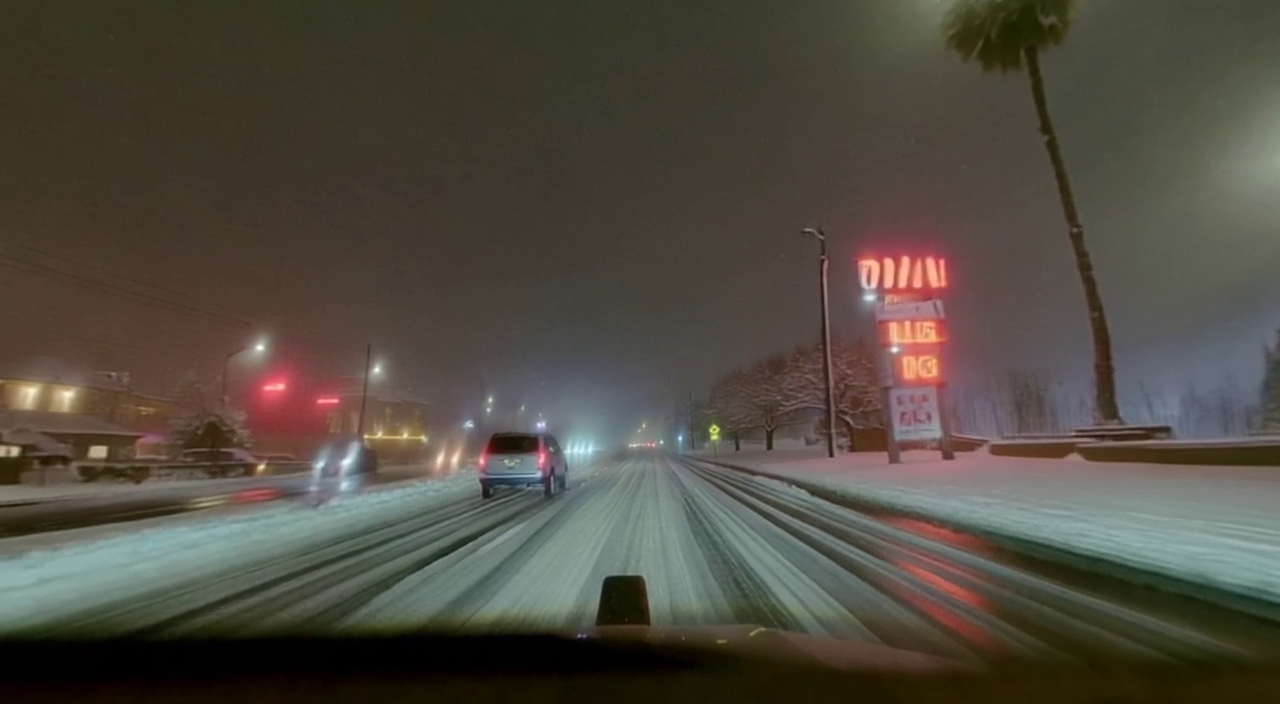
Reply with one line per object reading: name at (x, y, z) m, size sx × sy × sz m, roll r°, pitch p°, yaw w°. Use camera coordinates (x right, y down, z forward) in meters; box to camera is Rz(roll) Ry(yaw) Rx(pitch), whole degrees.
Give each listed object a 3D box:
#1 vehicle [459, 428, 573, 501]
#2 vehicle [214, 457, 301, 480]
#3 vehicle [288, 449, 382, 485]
vehicle at (-3.138, 2.963, 17.037) m, size 2.062 × 1.693 × 4.669 m, roll 0°, pitch -8°, yaw 1°
vehicle at (-27.041, 8.218, 44.656) m, size 4.782 × 1.473 × 2.204 m, roll 8°, pitch -12°, yaw -43°
vehicle at (-13.915, 5.252, 29.105) m, size 1.960 × 1.462 × 4.689 m, roll 0°, pitch -8°, yaw 1°
